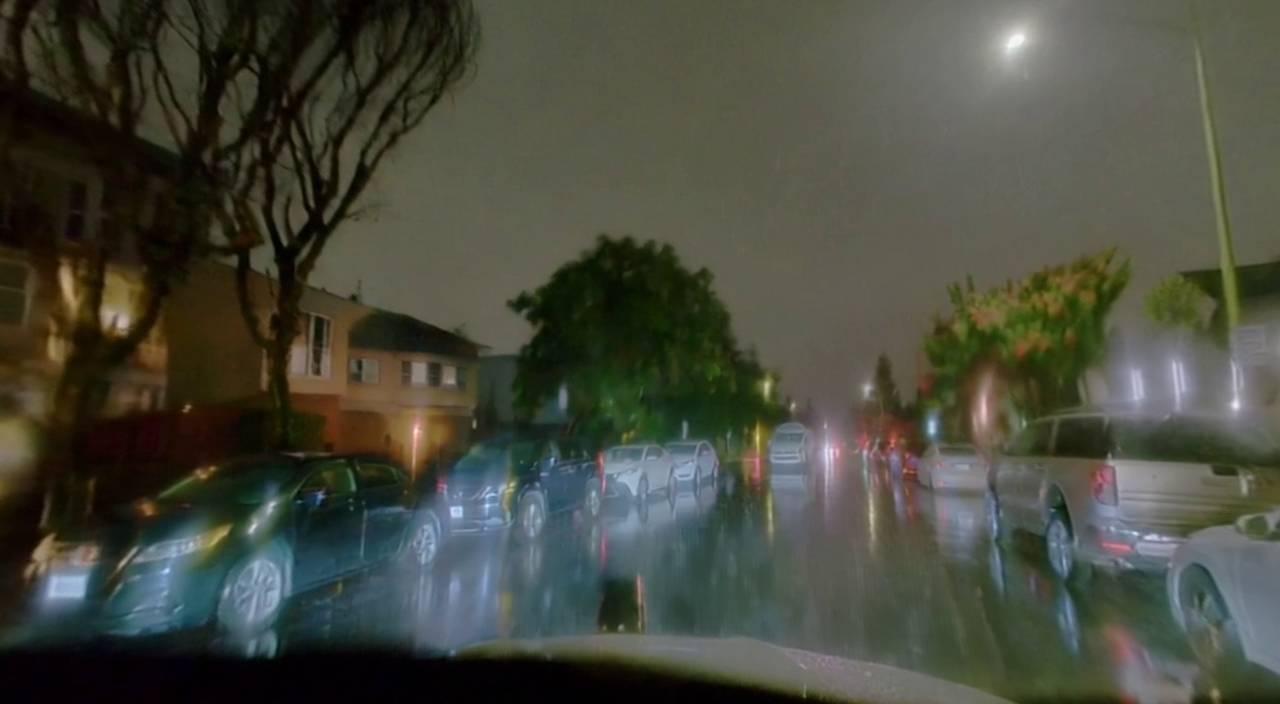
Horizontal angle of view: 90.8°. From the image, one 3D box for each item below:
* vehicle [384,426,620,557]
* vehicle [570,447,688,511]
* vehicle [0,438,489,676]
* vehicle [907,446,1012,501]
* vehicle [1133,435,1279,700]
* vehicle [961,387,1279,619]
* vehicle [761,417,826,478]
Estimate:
[{"bbox_3d":[-2.111,2.343,11.585,2.203,1.815,4.972,-2,-9,14],"label":"vehicle"},{"bbox_3d":[-0.116,3.400,17.531,1.861,1.474,4.749,-3,-9,17],"label":"vehicle"},{"bbox_3d":[-3.494,1.671,6.490,1.855,1.510,4.406,-2,-9,15],"label":"vehicle"},{"bbox_3d":[9.671,3.648,19.500,1.813,1.468,4.267,-2,-9,12],"label":"vehicle"},{"bbox_3d":[4.275,1.054,2.508,1.992,1.456,4.610,-2,-9,16],"label":"vehicle"},{"bbox_3d":[5.695,1.593,7.643,2.182,1.900,4.779,-2,-9,15],"label":"vehicle"},{"bbox_3d":[8.318,5.041,33.741,2.716,2.887,6.781,-2,-8,18],"label":"vehicle"}]
